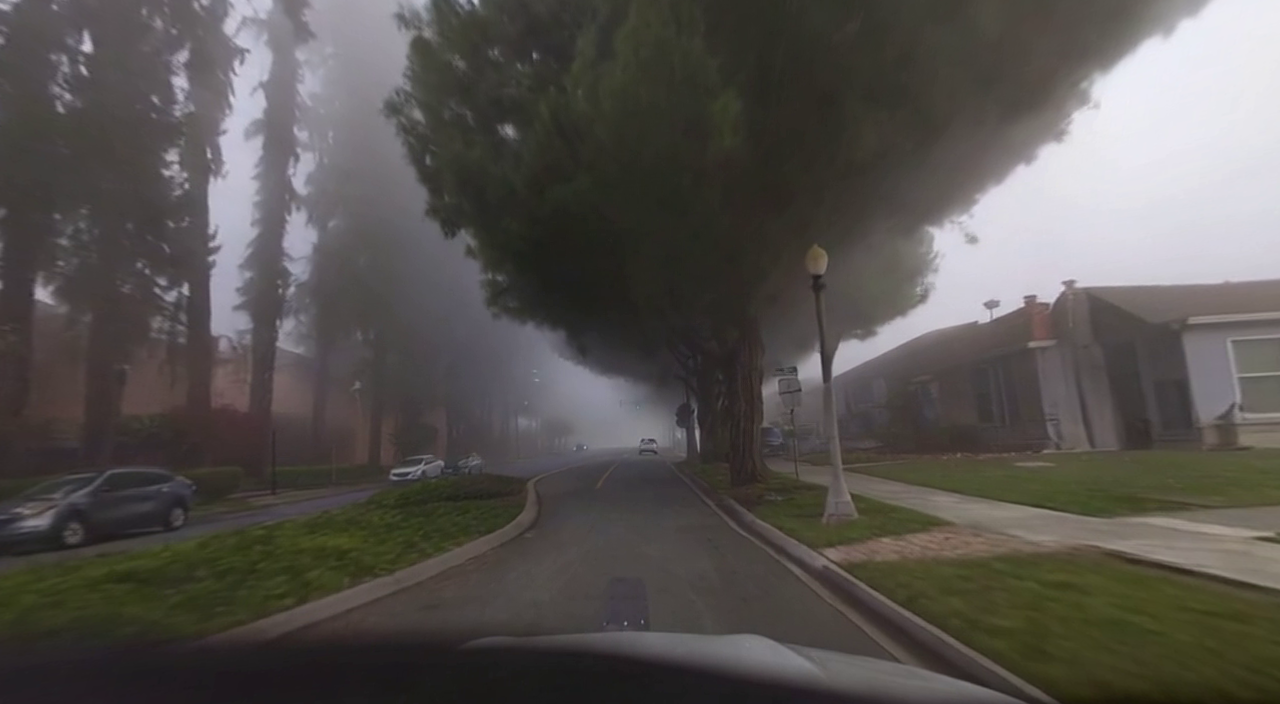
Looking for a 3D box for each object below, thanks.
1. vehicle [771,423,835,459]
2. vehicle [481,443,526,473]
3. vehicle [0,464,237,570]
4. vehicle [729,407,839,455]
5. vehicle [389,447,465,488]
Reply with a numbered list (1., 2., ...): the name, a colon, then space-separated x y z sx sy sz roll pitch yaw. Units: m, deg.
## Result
1. vehicle: 8.566 4.755 33.603 1.999 1.753 4.995 0 -8 0
2. vehicle: -10.270 7.988 47.771 2.232 1.961 5.739 -3 -9 -2
3. vehicle: -10.220 2.980 12.146 1.892 1.484 4.576 0 -8 -1
4. vehicle: 8.760 4.909 38.585 6.019 2.672 2.563 -5 -10 27
5. vehicle: -10.485 5.656 31.380 1.995 1.657 4.609 -6 -8 2
